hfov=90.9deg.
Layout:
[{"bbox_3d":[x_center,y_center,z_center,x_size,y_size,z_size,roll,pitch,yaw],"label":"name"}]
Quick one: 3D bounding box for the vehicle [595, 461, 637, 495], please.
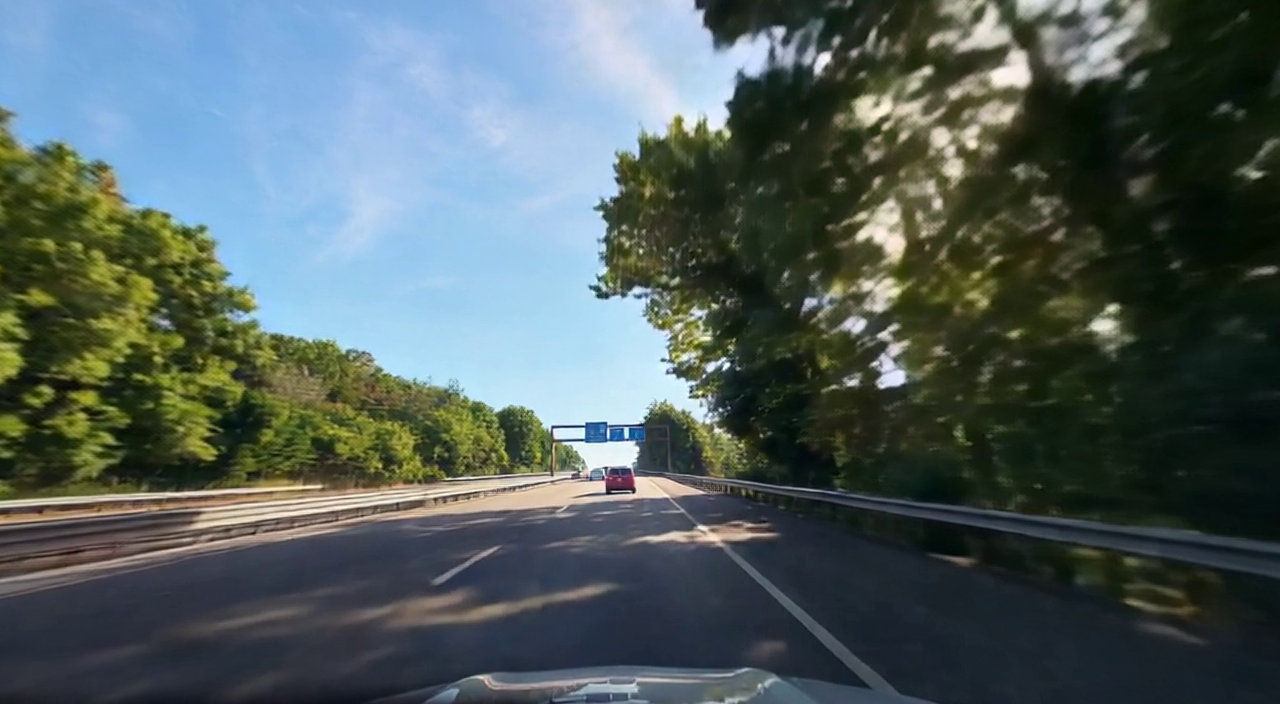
[{"bbox_3d":[-1.251,6.891,34.625,2.107,1.668,4.554,1,-11,0],"label":"vehicle"}]
